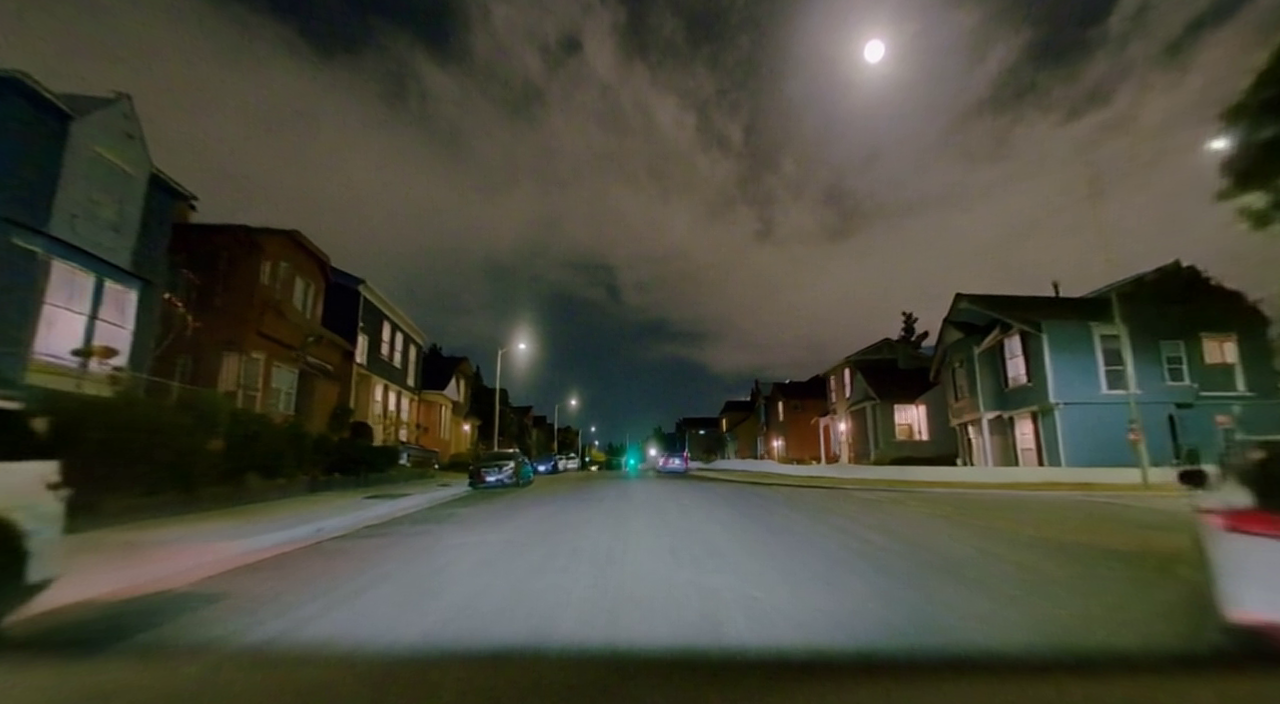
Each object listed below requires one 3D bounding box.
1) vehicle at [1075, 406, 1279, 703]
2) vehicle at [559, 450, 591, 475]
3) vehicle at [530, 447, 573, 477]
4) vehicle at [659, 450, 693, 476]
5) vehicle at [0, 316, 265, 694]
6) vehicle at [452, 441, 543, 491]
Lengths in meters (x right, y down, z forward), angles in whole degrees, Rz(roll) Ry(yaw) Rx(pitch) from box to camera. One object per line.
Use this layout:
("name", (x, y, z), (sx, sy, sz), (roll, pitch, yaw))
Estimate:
("vehicle", (4.519, 1.190, 4.019), (2.139, 1.533, 4.676), (-4, -8, 26))
("vehicle", (-4.923, 8.402, 48.147), (2.089, 1.508, 4.537), (2, -6, -3))
("vehicle", (-5.033, 6.292, 36.411), (2.020, 1.470, 5.300), (0, -7, -3))
("vehicle", (2.390, 7.548, 43.026), (1.888, 1.484, 4.476), (1, -7, -2))
("vehicle", (-4.203, 0.696, 2.326), (2.131, 1.851, 5.650), (1, -3, 1))
("vehicle", (-4.735, 3.842, 21.676), (2.080, 1.471, 4.638), (1, -9, 0))
